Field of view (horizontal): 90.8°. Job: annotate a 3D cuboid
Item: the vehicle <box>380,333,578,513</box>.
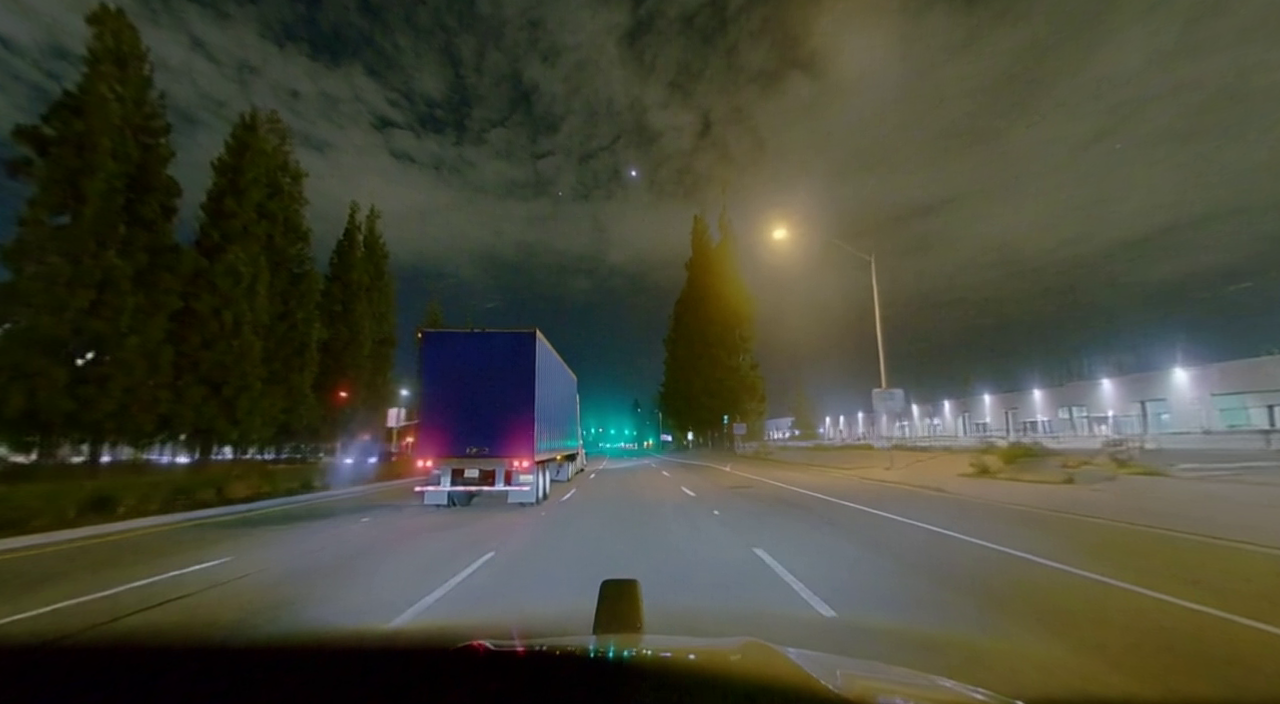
[{"bbox_3d":[-3.440,1.924,16.222,2.910,3.419,8.376,0,-8,0],"label":"vehicle"}]
